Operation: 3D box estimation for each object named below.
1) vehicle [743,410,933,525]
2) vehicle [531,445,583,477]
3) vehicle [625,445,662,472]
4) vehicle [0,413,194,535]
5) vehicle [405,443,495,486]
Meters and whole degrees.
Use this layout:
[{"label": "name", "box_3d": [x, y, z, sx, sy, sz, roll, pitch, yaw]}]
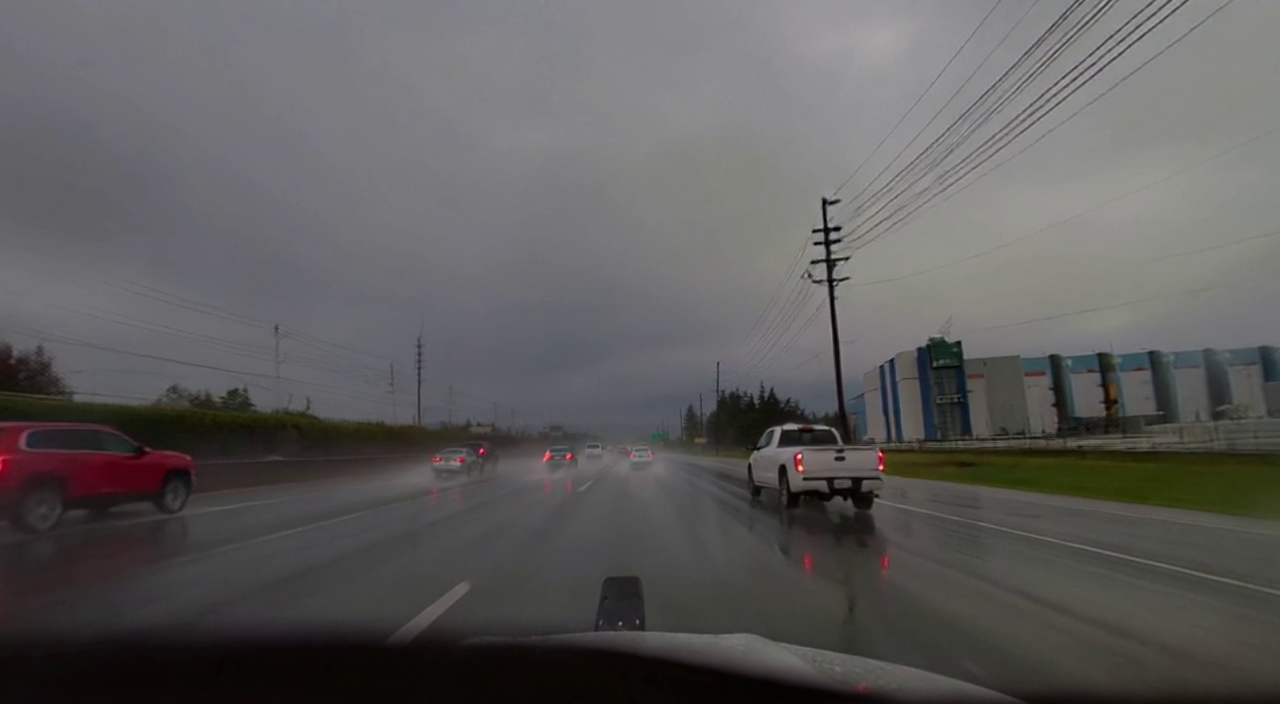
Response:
[{"label": "vehicle", "box_3d": [3.750, 2.319, 13.255, 2.231, 1.919, 5.086, 0, -9, -1]}, {"label": "vehicle", "box_3d": [-3.913, 5.210, 30.451, 1.938, 1.444, 4.206, 0, -9, 0]}, {"label": "vehicle", "box_3d": [0.178, 6.139, 36.669, 2.030, 1.471, 4.115, 0, -9, 0]}, {"label": "vehicle", "box_3d": [-11.121, 2.079, 11.030, 2.317, 1.881, 5.903, 0, -9, 0]}, {"label": "vehicle", "box_3d": [-7.154, 4.263, 24.331, 1.959, 1.496, 4.740, 0, -9, 0]}]
